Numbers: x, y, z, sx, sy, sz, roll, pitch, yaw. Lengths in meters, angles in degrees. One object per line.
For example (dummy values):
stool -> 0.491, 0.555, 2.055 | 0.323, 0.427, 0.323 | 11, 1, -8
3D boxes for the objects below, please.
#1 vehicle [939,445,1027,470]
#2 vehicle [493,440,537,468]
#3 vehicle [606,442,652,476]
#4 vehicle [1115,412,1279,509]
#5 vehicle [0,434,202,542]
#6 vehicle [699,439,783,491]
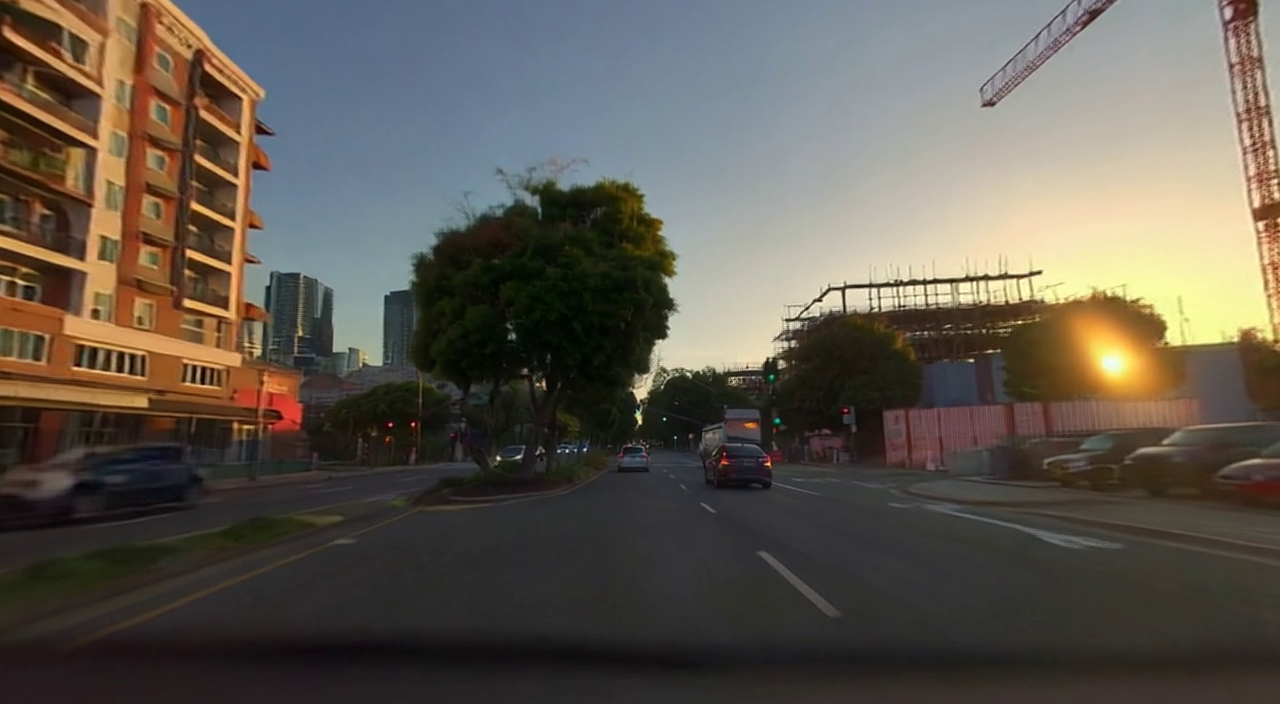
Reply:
vehicle -> 19.046, 5.868, 35.205 | 3.839, 1.281, 1.836 | 0, -9, 0
vehicle -> -8.731, 7.157, 44.422 | 2.111, 1.832, 4.778 | 0, -8, 0
vehicle -> -0.522, 5.034, 29.837 | 2.006, 1.487, 3.535 | 0, -8, -1
vehicle -> 13.671, 2.352, 13.956 | 4.651, 1.923, 2.045 | 0, -8, -1
vehicle -> -10.831, 2.416, 11.855 | 1.973, 1.646, 4.427 | -1, -8, 1
vehicle -> 3.146, 3.609, 20.486 | 1.910, 1.474, 4.003 | 0, -8, -2
